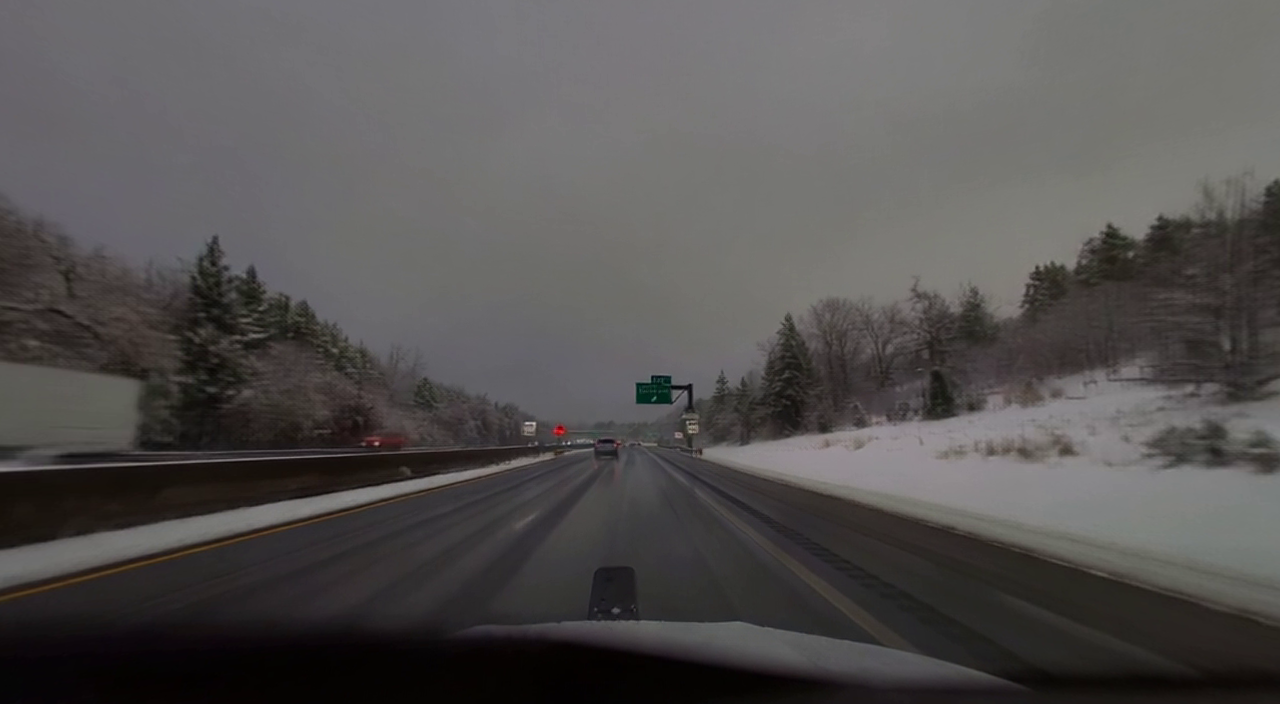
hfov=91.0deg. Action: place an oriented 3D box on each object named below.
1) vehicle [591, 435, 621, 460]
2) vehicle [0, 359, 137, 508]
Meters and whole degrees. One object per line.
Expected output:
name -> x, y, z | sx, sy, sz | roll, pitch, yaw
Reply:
vehicle -> -2.526, 7.281, 48.043 | 2.188, 1.825, 4.282 | 0, -8, -1
vehicle -> -17.698, 2.073, 15.889 | 2.869, 3.747, 8.541 | 0, -8, 0
